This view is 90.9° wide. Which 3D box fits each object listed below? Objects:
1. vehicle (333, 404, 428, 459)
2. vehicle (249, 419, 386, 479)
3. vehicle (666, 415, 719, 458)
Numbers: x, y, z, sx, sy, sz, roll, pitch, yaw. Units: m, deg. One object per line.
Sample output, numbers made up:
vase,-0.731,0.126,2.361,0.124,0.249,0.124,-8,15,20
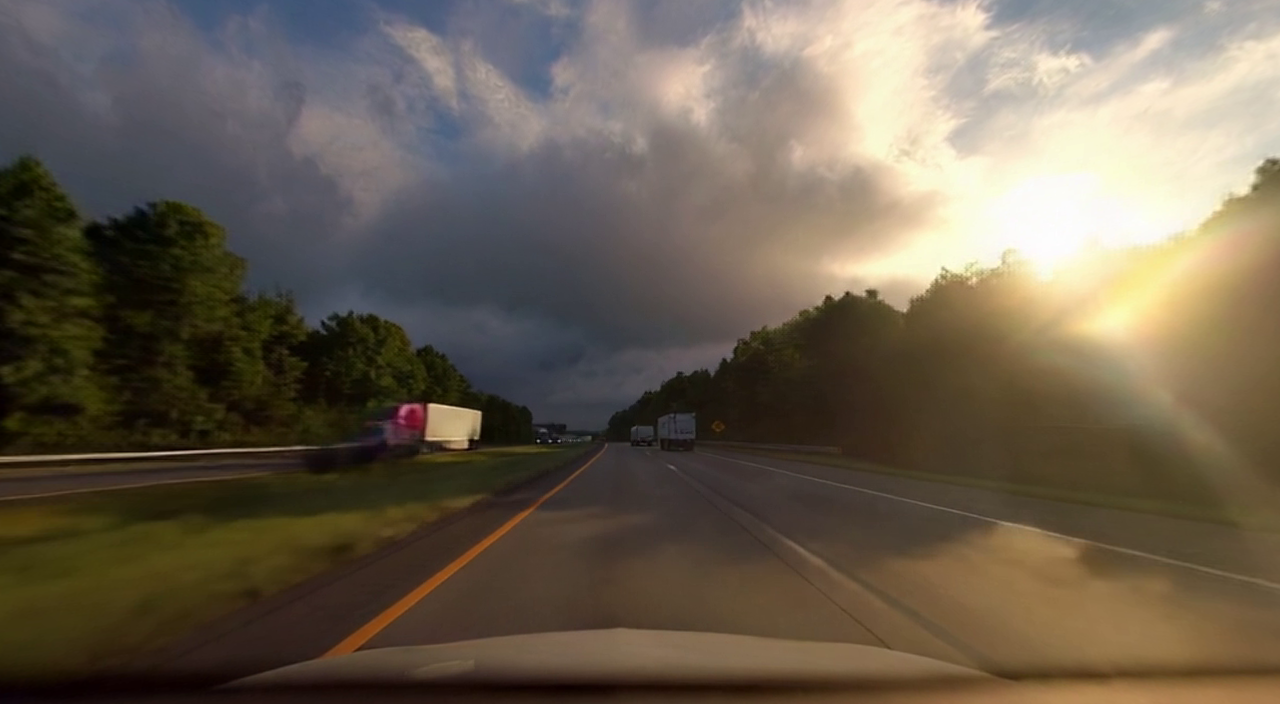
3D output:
vehicle,-13.457,4.230,33.329,2.406,2.624,6.487,0,-8,-2
vehicle,-8.810,2.672,17.634,1.870,1.467,3.808,0,-8,-1
vehicle,3.444,5.737,42.812,2.741,2.716,6.323,0,-8,-2
